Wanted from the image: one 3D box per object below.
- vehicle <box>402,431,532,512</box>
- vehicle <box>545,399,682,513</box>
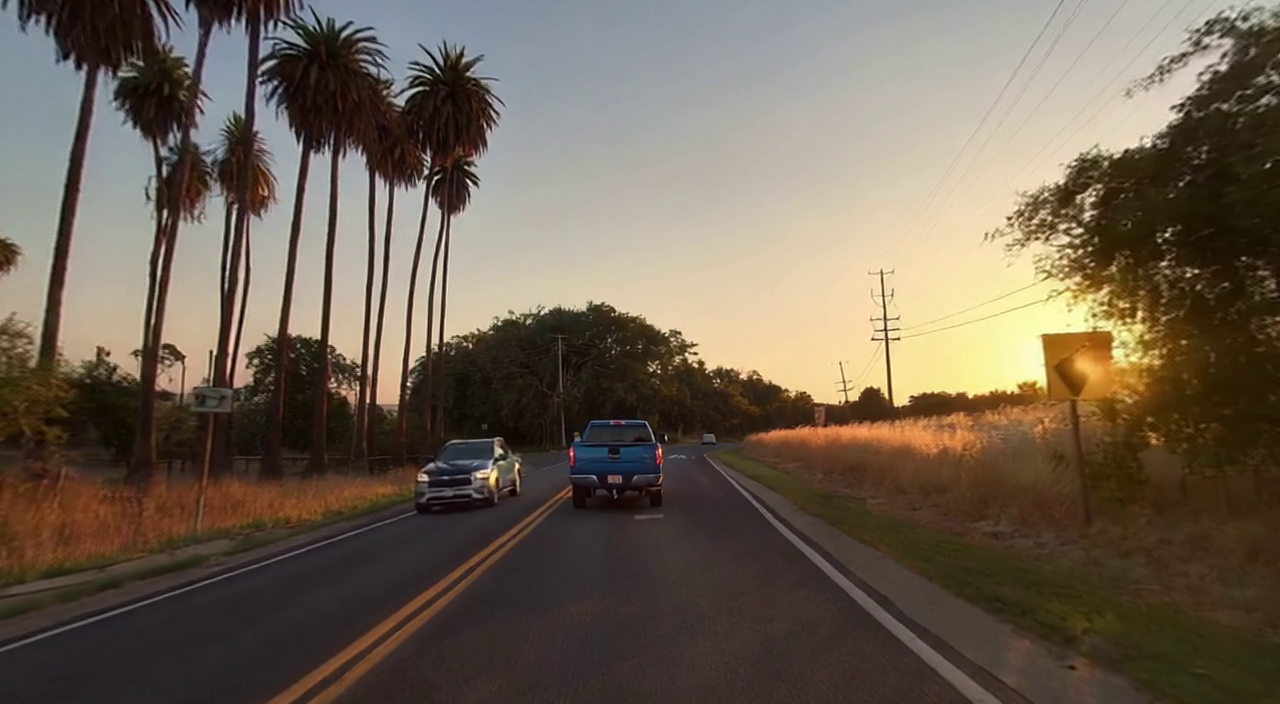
[{"bbox_3d":[-4.411,3.127,17.049,2.128,1.834,4.877,0,-9,0],"label":"vehicle"},{"bbox_3d":[-0.571,2.493,15.475,2.693,2.223,5.885,0,-9,-1],"label":"vehicle"}]
